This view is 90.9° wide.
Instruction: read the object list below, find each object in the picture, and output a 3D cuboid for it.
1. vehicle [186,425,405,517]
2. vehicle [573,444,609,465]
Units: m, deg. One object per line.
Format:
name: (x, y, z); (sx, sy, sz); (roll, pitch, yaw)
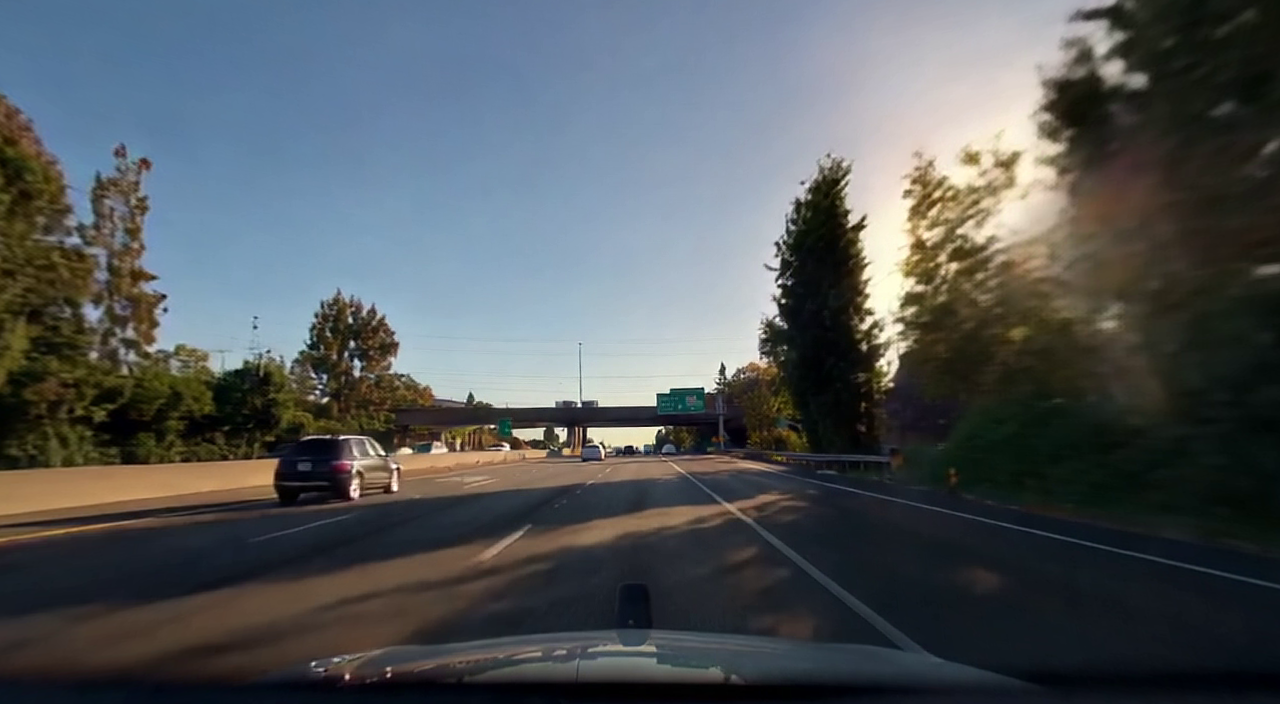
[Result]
vehicle: (-7.322, 2.582, 14.188); (2.118, 1.696, 4.836); (0, -9, 1)
vehicle: (-3.409, 7.218, 44.486); (2.048, 1.368, 4.613); (0, -9, 1)
